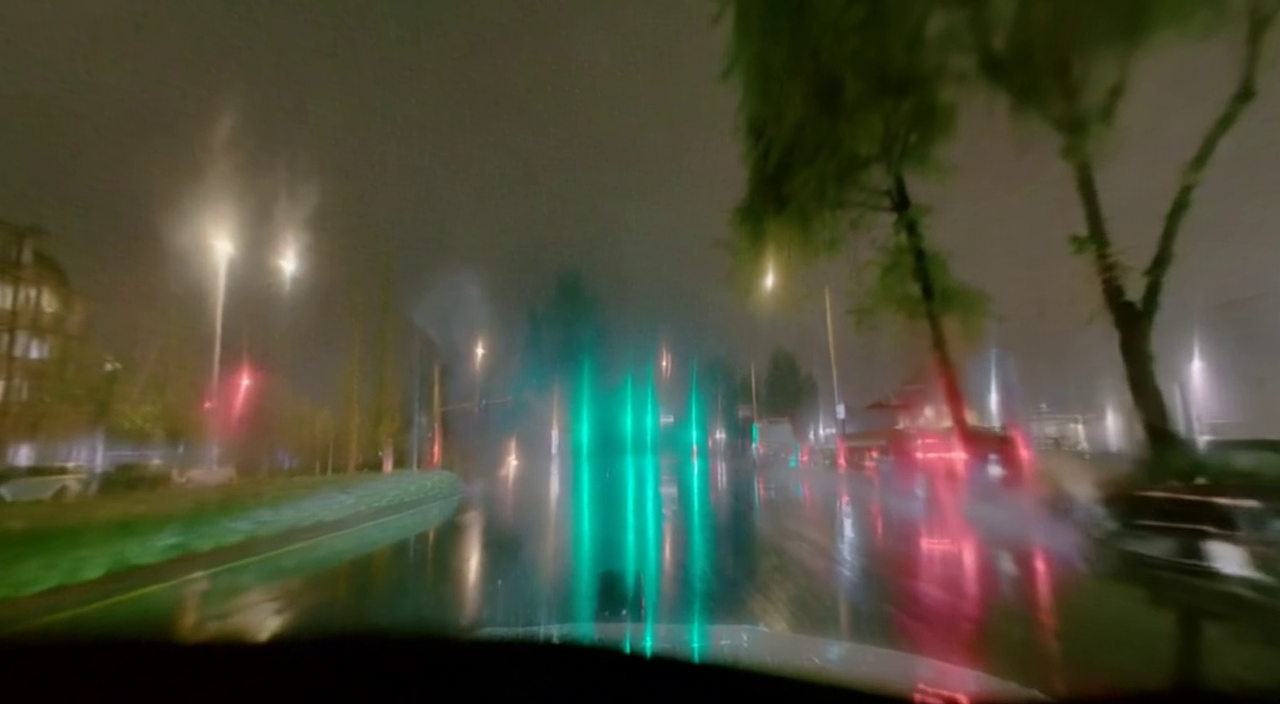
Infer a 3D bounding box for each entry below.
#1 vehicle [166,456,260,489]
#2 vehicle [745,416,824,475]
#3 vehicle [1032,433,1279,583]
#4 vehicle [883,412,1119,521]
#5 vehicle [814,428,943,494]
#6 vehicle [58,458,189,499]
[{"bbox_3d":[-22.124,6.228,32.878,1.922,1.545,4.178,-1,-8,1],"label":"vehicle"},{"bbox_3d":[7.317,4.878,33.001,2.391,2.750,6.853,0,-8,-1],"label":"vehicle"},{"bbox_3d":[7.139,1.718,7.491,1.850,1.448,4.844,0,-8,0],"label":"vehicle"},{"bbox_3d":[7.146,2.319,13.248,2.200,1.860,4.511,0,-8,-1],"label":"vehicle"},{"bbox_3d":[7.200,3.341,19.718,2.089,1.788,4.817,0,-8,-1],"label":"vehicle"},{"bbox_3d":[-22.340,5.447,27.577,1.821,1.496,4.724,0,-8,-1],"label":"vehicle"}]
